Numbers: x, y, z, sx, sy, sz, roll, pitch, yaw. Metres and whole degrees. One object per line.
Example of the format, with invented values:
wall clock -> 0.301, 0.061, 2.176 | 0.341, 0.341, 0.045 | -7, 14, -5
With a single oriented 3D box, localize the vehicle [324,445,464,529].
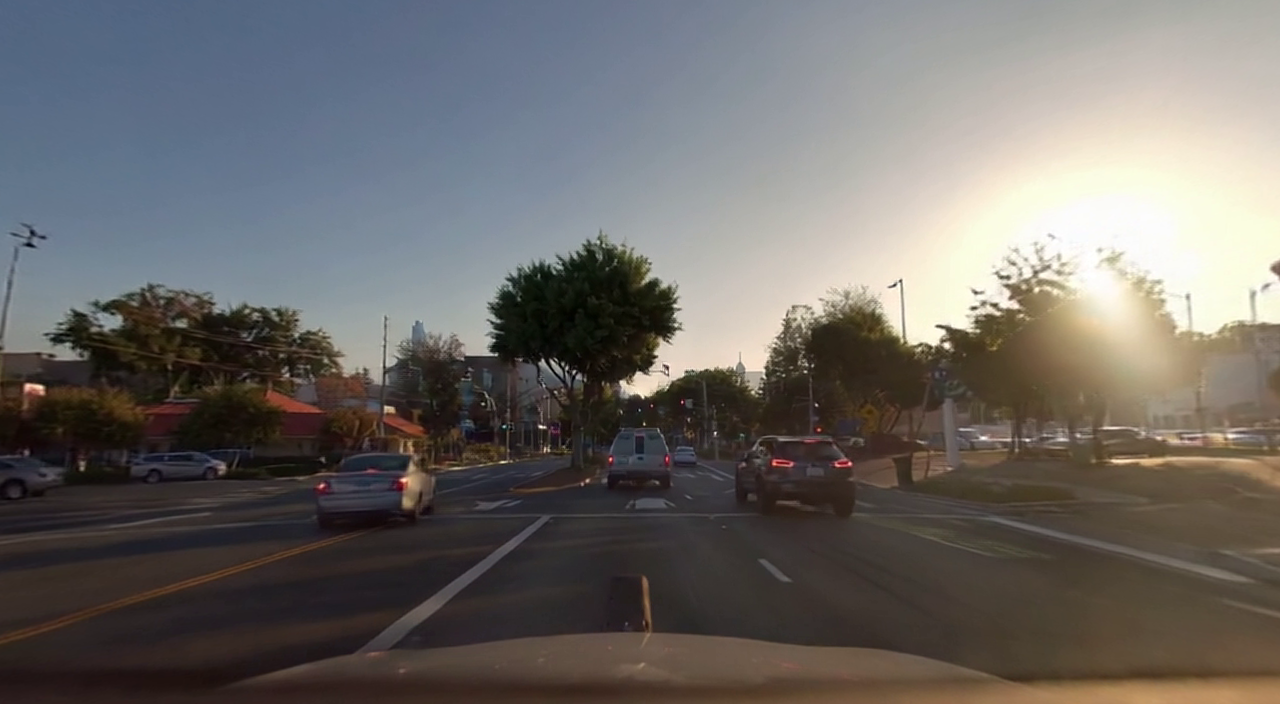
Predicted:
vehicle -> -5.749, 2.916, 14.387 | 1.975, 1.570, 4.456 | 5, -10, -34

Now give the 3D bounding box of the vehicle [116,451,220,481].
vehicle -> -27.410, 6.630, 36.707 | 4.458, 1.608, 2.051 | -1, -8, 2

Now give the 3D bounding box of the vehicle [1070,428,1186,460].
vehicle -> 24.382, 4.615, 31.673 | 4.092, 1.496, 1.889 | -3, -9, 20

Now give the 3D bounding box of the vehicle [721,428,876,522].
vehicle -> 3.350, 2.701, 14.476 | 2.276, 1.787, 4.630 | 0, -8, -1

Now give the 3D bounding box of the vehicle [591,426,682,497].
vehicle -> -0.121, 3.596, 21.201 | 2.638, 2.065, 5.313 | 0, -8, 0

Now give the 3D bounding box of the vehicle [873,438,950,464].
vehicle -> 16.538, 6.022, 38.487 | 3.880, 1.538, 1.862 | 1, -8, -8

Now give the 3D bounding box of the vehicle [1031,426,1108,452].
vehicle -> 30.678, 6.287, 45.216 | 2.231, 1.749, 4.411 | 0, -8, -2
